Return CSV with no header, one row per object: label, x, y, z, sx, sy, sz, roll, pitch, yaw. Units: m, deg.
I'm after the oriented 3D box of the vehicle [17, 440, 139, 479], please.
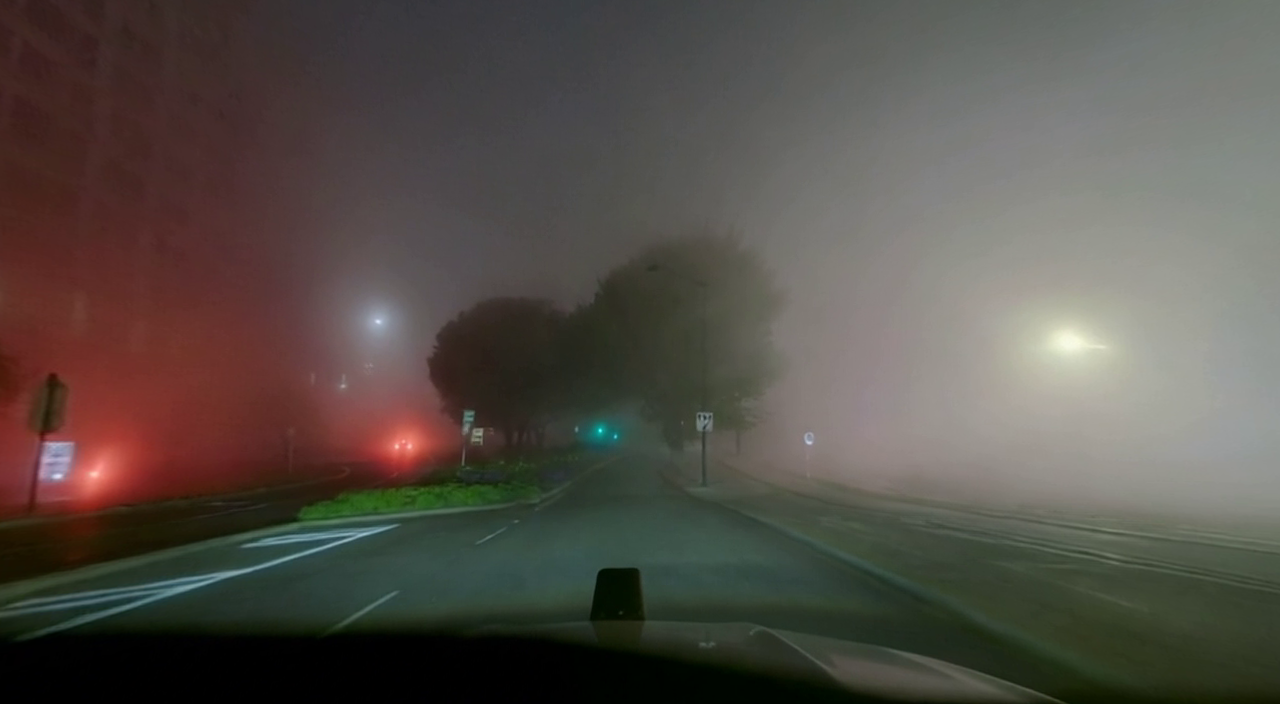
vehicle,-27.128,5.163,30.526,4.473,1.778,2.125,-2,-9,15
